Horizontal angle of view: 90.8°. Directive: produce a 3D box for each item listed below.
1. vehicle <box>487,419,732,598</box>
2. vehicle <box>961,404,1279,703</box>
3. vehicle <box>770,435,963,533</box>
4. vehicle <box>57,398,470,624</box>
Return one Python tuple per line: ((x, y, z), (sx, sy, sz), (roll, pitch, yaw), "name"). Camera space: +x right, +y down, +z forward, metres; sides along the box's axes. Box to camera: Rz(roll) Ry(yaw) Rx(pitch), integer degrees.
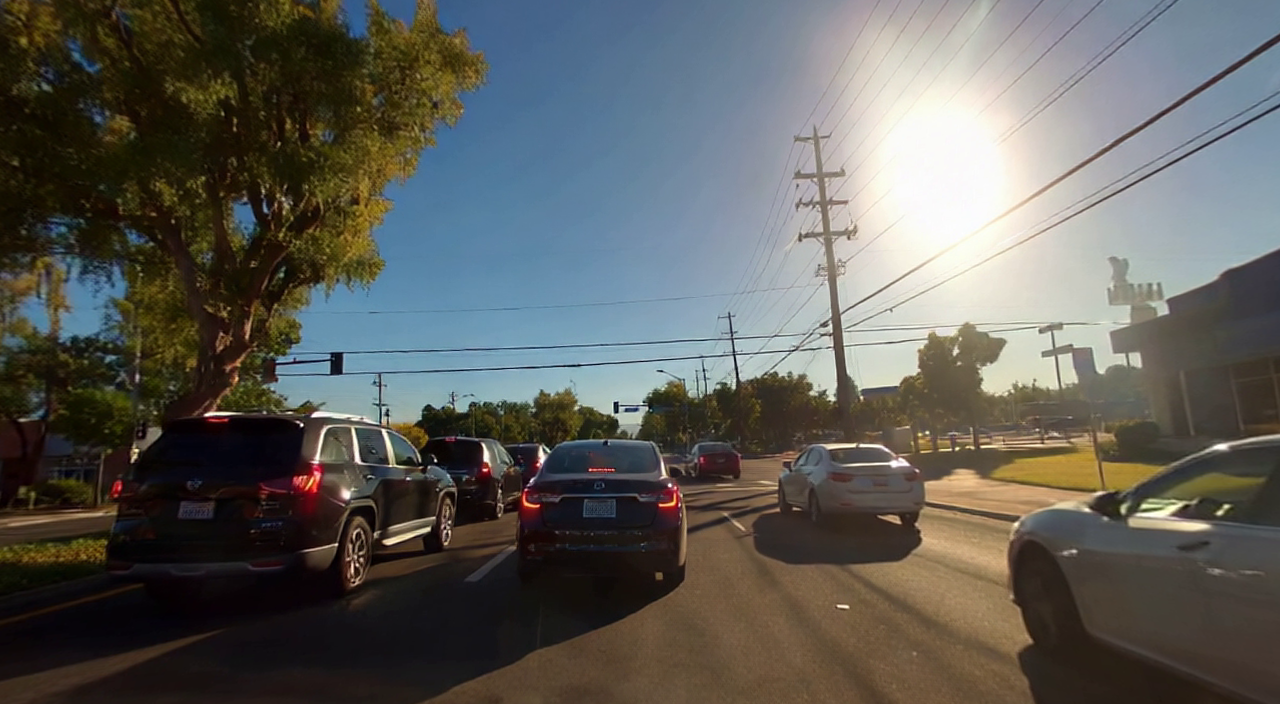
((-0.316, 1.632, 7.397), (2.097, 1.511, 3.809), (0, -9, -2), "vehicle")
((3.632, 1.002, 2.882), (1.929, 1.479, 4.723), (0, -9, 1), "vehicle")
((3.919, 2.347, 11.867), (1.909, 1.473, 4.361), (0, -9, -1), "vehicle")
((-3.436, 1.525, 6.998), (1.979, 1.697, 4.254), (0, -9, -1), "vehicle")
